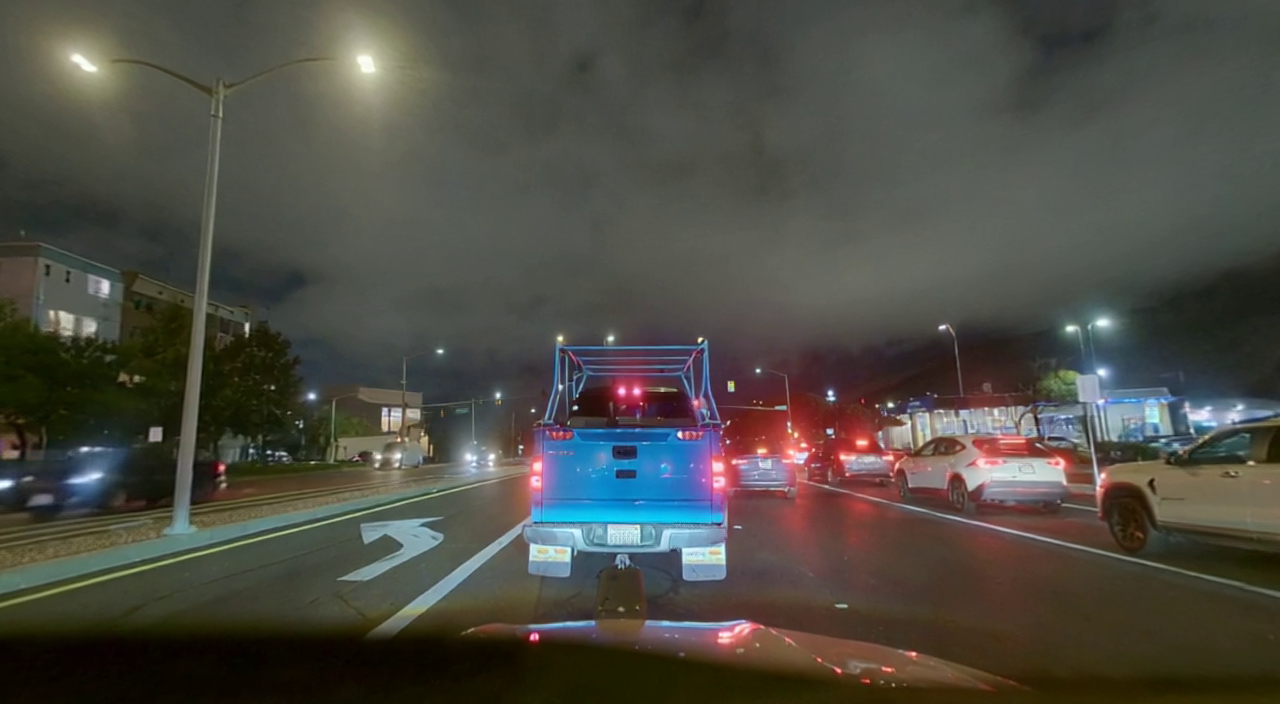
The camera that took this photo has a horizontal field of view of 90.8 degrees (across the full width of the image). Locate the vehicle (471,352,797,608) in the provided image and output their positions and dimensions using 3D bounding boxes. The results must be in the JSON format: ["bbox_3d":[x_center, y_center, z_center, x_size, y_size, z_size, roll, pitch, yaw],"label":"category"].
[{"bbox_3d":[-0.099,1.475,8.164,2.682,2.117,5.706,0,-9,-1],"label":"vehicle"}]

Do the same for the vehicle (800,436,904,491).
[{"bbox_3d":[7.063,3.743,21.592,1.953,1.665,4.327,0,-9,-2],"label":"vehicle"}]

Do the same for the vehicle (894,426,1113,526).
[{"bbox_3d":[7.070,2.440,12.962,1.931,1.692,4.267,0,-9,0],"label":"vehicle"}]

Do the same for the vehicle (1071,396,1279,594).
[{"bbox_3d":[6.807,1.358,6.132,2.023,1.771,4.488,0,-9,0],"label":"vehicle"}]

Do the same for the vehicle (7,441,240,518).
[{"bbox_3d":[-12.359,3.039,15.639,1.928,1.591,4.509,0,-9,0],"label":"vehicle"}]
